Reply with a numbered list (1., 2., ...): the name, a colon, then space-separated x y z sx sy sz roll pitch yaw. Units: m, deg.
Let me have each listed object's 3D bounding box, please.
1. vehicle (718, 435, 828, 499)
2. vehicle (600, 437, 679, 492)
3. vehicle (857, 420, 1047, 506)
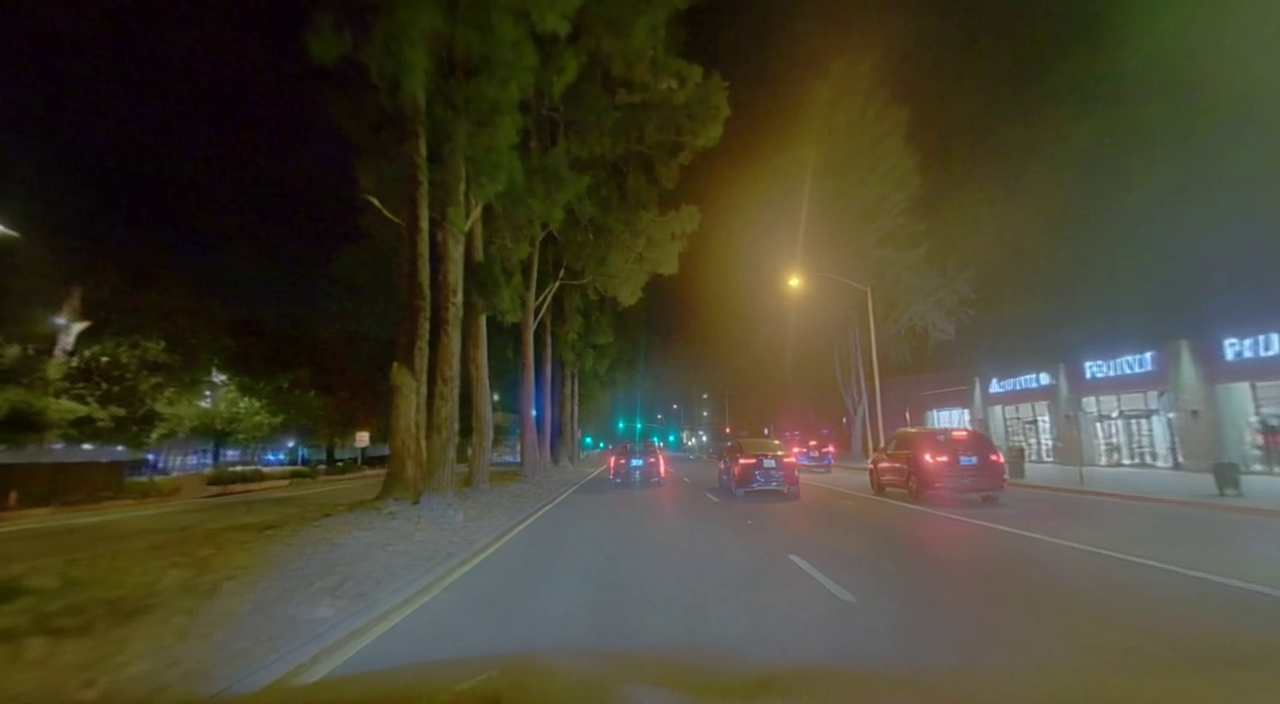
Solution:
1. vehicle: 3.425 3.037 17.115 1.993 1.477 4.240 0 -8 -1
2. vehicle: -0.051 3.340 19.055 2.101 1.444 4.248 0 -8 -1
3. vehicle: 7.202 2.620 15.326 2.052 1.708 4.842 0 -8 -1
